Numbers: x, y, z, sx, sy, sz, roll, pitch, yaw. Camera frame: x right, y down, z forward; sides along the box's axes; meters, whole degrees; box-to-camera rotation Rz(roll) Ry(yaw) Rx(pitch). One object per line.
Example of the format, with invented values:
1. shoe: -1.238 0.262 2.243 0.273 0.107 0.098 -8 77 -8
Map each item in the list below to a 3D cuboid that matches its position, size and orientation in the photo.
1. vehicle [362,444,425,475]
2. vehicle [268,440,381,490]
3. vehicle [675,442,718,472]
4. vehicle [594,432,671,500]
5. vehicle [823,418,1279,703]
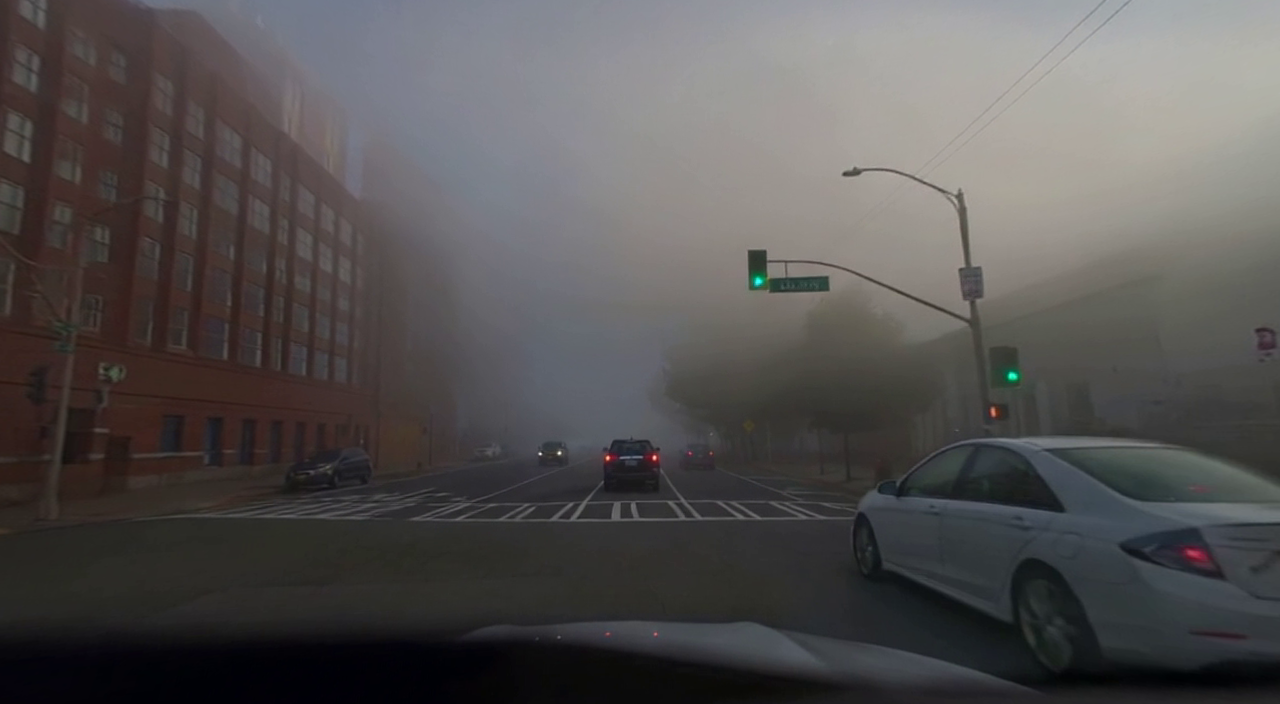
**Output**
1. vehicle: -14.331 6.240 36.953 1.891 1.659 4.360 0 -9 0
2. vehicle: -14.267 5.116 29.060 2.191 2.011 5.556 -1 -9 2
3. vehicle: 2.958 5.599 33.862 1.852 1.462 4.155 0 -9 -1
4. vehicle: -0.239 3.453 19.575 2.105 1.842 4.537 0 -9 -1
5. vehicle: 3.288 1.425 5.441 2.026 1.499 4.662 0 -9 0
